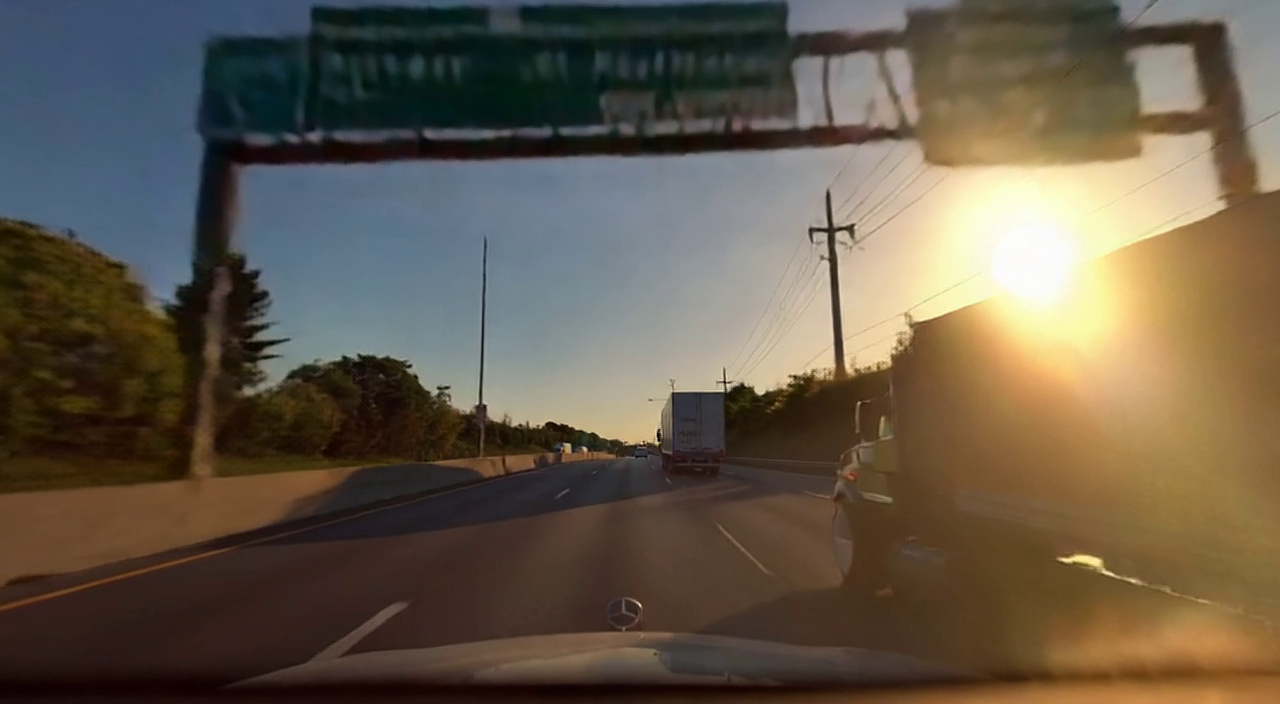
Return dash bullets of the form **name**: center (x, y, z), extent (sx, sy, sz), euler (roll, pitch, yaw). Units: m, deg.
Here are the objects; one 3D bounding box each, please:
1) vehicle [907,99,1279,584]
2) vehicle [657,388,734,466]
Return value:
- **vehicle**: center (7.248, -0.340, 3.853), extent (3.400, 4.134, 17.388), euler (0, -9, -1)
- **vehicle**: center (3.090, 5.157, 41.212), extent (3.202, 4.046, 17.146), euler (0, -9, -1)
